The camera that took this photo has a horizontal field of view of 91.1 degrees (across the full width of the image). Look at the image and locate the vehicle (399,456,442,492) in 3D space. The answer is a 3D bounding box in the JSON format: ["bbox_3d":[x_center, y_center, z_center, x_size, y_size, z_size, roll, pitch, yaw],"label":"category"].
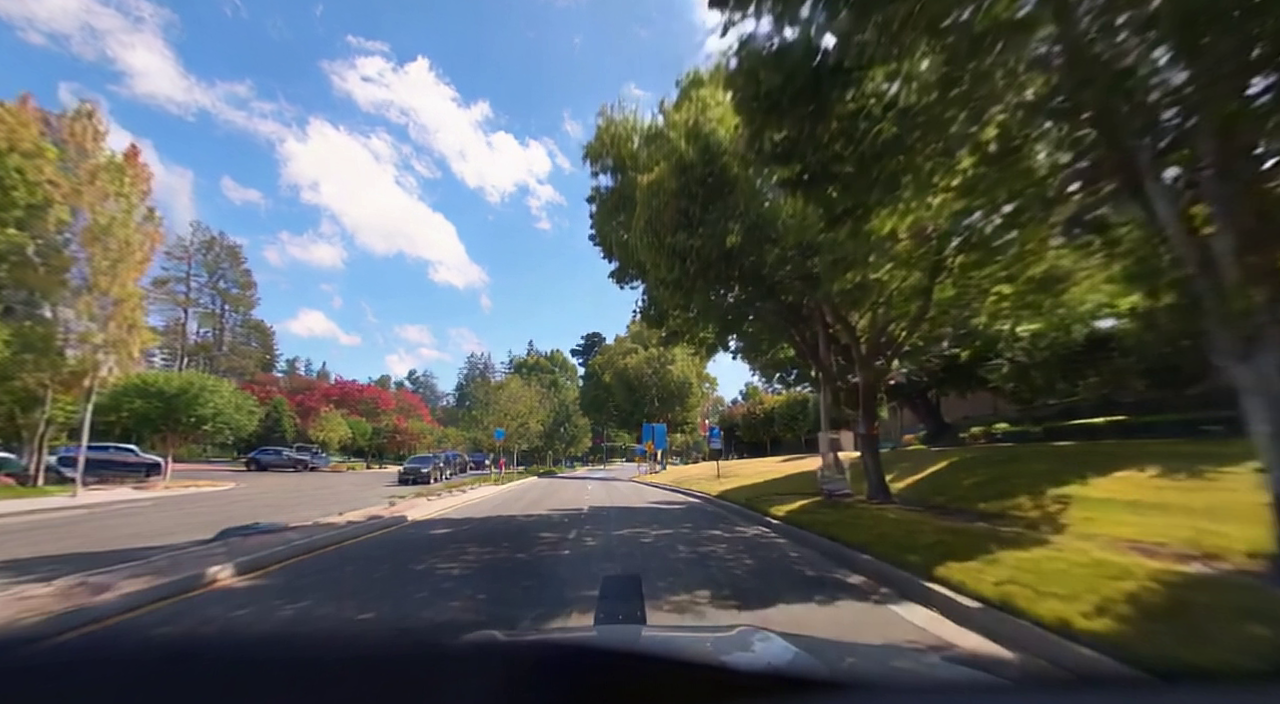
[{"bbox_3d":[-12.013,6.555,34.218,1.861,1.736,4.241,2,-9,-24],"label":"vehicle"}]
